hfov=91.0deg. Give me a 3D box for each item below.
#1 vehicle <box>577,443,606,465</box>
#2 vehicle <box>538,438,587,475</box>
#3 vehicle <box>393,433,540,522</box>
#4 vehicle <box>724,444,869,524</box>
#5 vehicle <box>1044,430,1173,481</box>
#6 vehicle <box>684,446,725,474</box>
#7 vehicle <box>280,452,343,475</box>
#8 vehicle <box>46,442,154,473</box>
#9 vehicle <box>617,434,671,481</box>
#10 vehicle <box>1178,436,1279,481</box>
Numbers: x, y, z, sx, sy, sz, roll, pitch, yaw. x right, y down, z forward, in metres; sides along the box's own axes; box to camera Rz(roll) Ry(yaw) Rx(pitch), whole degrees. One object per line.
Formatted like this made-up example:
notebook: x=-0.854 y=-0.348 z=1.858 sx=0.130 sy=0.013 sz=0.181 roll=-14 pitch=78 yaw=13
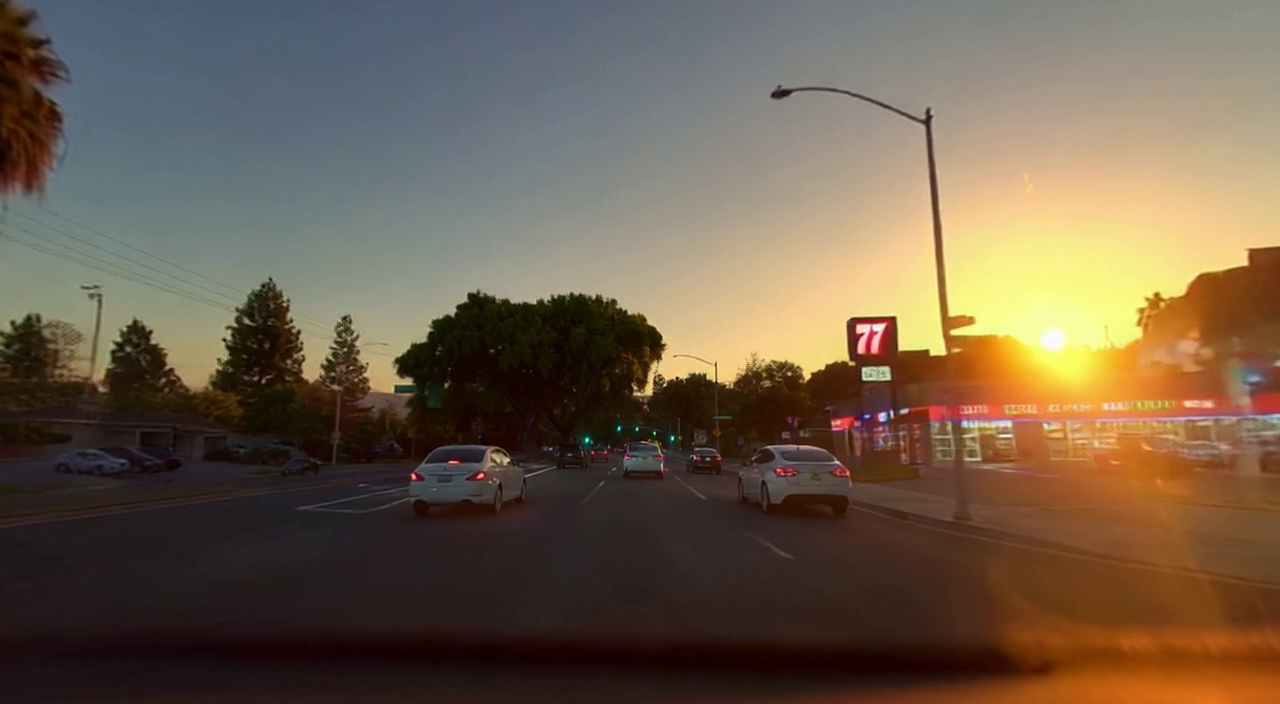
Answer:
vehicle: x=-3.703 y=7.873 z=48.776 sx=1.871 sy=1.673 sz=3.920 roll=0 pitch=-8 yaw=1
vehicle: x=-3.821 y=5.239 z=31.763 sx=1.932 sy=1.695 sz=4.235 roll=0 pitch=-8 yaw=0
vehicle: x=-3.320 y=2.463 z=12.933 sx=1.864 sy=1.505 sz=4.202 roll=0 pitch=-8 yaw=-1
vehicle: x=3.266 y=2.830 z=14.224 sx=1.977 sy=1.480 sz=4.589 roll=0 pitch=-8 yaw=-2
vehicle: x=18.535 y=4.093 z=25.218 sx=1.905 sy=1.833 sz=4.347 roll=0 pitch=-8 yaw=3
vehicle: x=3.631 y=6.164 z=36.033 sx=1.880 sy=1.476 sz=3.932 roll=0 pitch=-8 yaw=-1
vehicle: x=-22.569 y=7.649 z=43.480 sx=1.827 sy=1.441 sz=4.660 roll=0 pitch=-8 yaw=0
vehicle: x=-30.138 y=5.882 z=35.246 sx=4.123 sy=1.648 sz=2.053 roll=0 pitch=-8 yaw=1
vehicle: x=0.107 y=4.562 z=27.430 sx=2.164 sy=1.867 sz=4.254 roll=0 pitch=-8 yaw=-1
vehicle: x=24.406 y=4.226 z=25.188 sx=1.688 sy=1.650 sz=4.500 roll=0 pitch=-8 yaw=0
